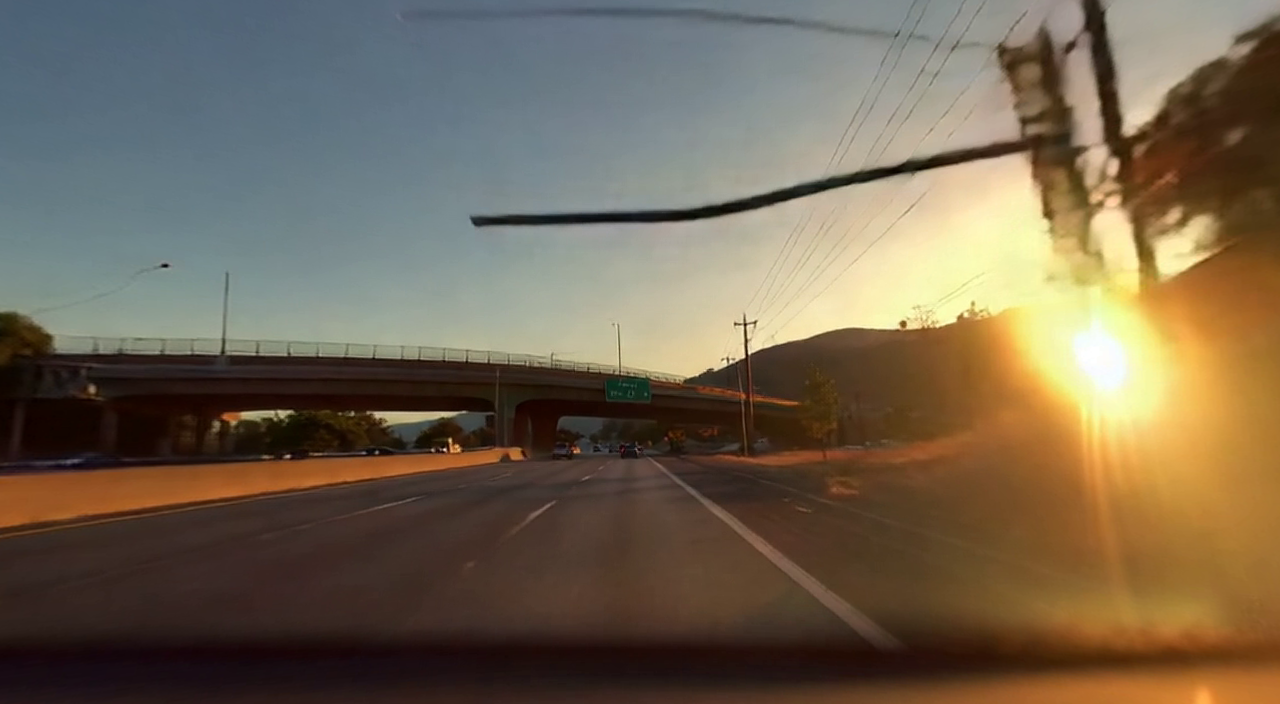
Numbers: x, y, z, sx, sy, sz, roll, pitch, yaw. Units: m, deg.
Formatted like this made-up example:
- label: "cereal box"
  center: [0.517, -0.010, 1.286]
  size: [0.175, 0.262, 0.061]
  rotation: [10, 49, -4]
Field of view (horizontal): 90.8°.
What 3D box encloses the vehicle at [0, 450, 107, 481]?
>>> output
- label: "vehicle"
  center: [-36.688, 7.054, 39.734]
  size: [2.000, 1.783, 4.966]
  rotation: [0, -9, -1]
